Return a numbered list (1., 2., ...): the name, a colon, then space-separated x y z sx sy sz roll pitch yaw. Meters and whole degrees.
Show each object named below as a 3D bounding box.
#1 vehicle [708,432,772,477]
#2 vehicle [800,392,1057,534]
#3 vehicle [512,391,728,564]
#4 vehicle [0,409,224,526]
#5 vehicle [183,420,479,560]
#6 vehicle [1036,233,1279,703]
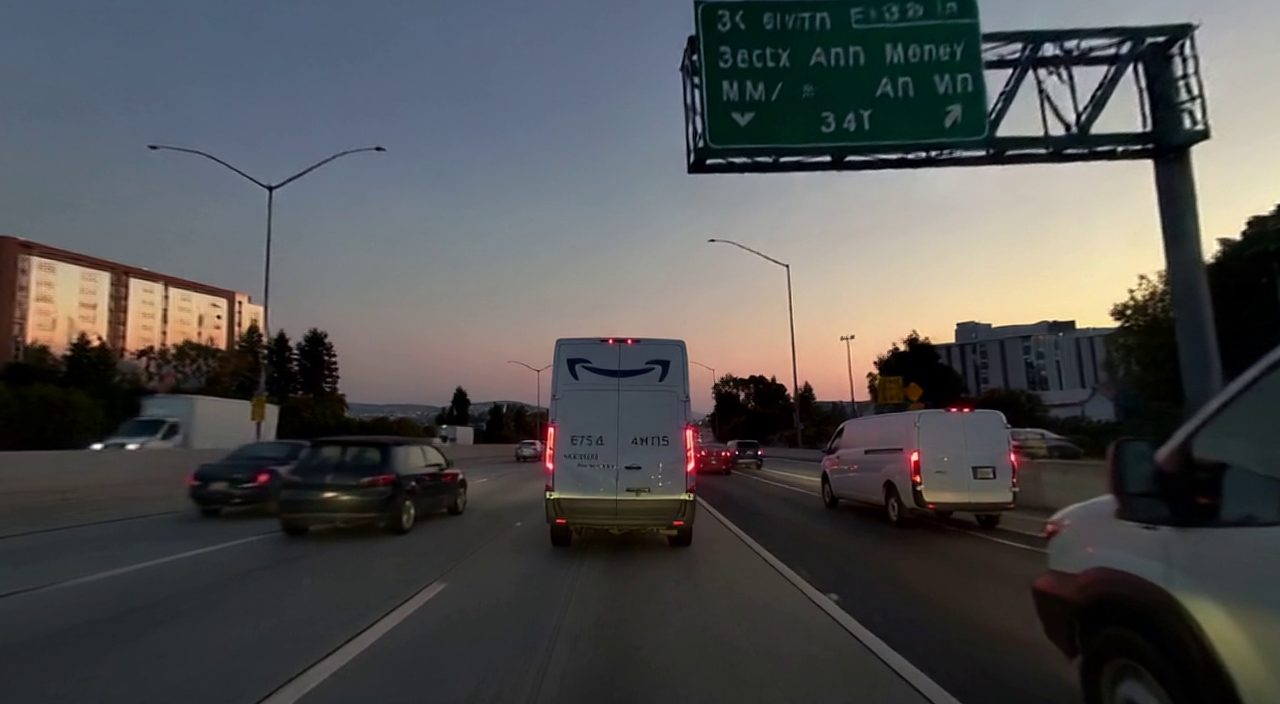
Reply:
1. vehicle: 4.147 4.342 26.907 2.064 1.720 4.416 0 -8 1
2. vehicle: 4.818 1.986 11.741 2.179 1.999 5.331 1 -9 -1
3. vehicle: -0.207 1.658 8.961 2.287 1.823 4.369 0 -8 0
4. vehicle: -10.493 2.052 11.704 2.191 1.708 4.784 0 -8 1
5. vehicle: -3.949 1.835 9.117 1.983 1.496 4.371 0 -8 1
6. vehicle: 2.980 0.390 0.193 2.341 1.890 5.144 0 -9 0
